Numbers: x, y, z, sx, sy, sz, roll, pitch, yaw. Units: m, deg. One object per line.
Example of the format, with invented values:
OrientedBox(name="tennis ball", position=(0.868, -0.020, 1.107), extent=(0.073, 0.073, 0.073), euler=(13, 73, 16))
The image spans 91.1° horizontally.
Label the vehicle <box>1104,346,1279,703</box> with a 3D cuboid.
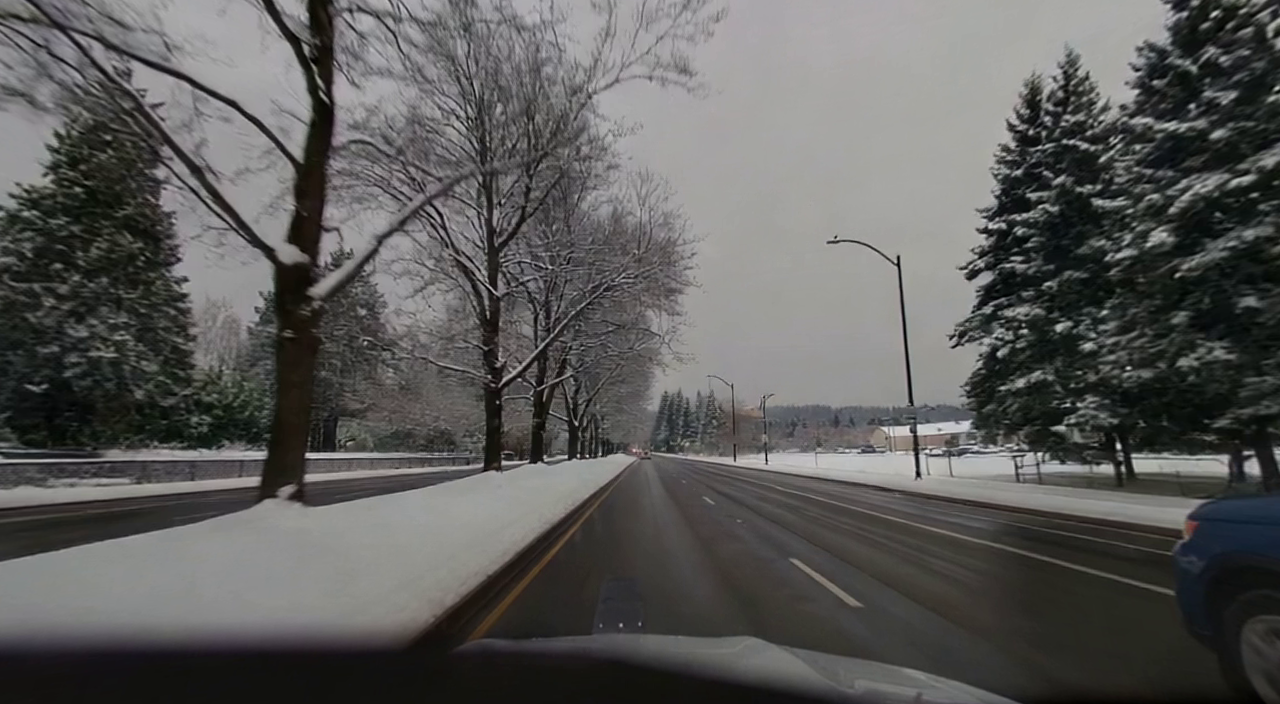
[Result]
OrientedBox(name="vehicle", position=(3.726, 0.627, 1.038), extent=(2.087, 1.759, 5.040), euler=(0, -8, 1))
